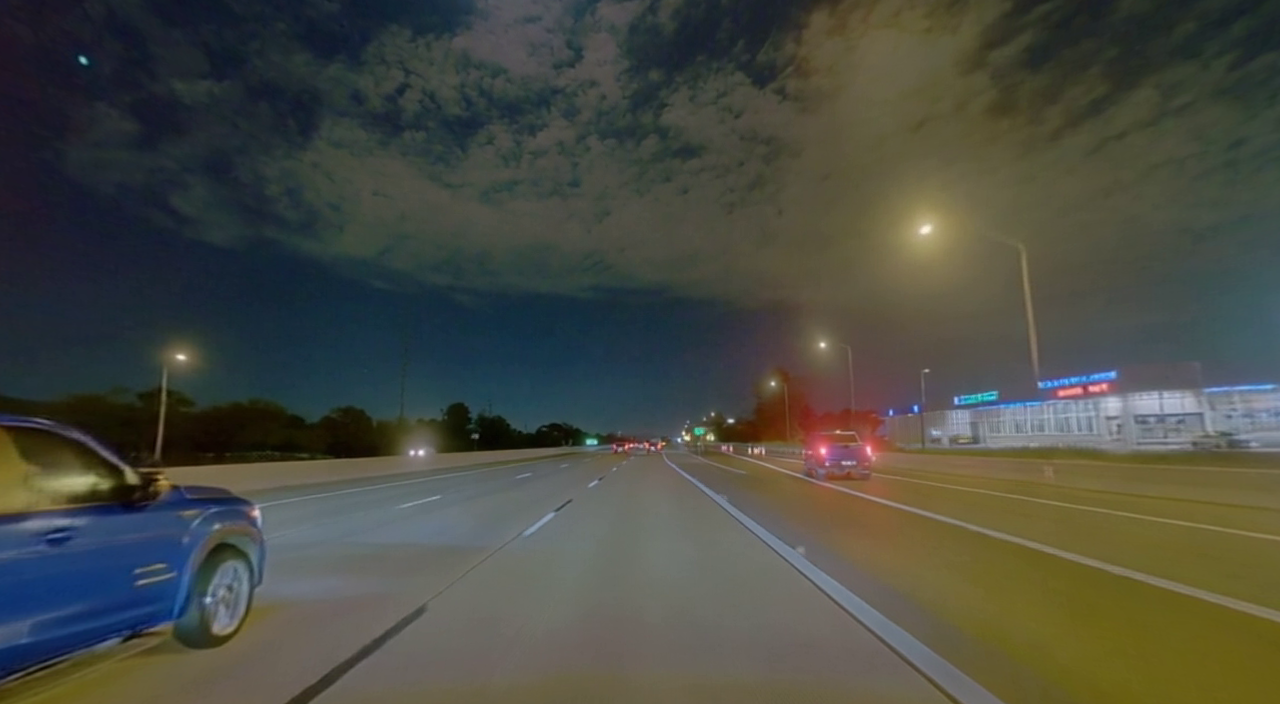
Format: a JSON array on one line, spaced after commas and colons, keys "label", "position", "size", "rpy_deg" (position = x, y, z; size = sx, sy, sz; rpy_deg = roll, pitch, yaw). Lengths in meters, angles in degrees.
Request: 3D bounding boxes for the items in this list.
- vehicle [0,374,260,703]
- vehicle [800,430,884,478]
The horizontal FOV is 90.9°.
[{"label": "vehicle", "position": [-3.603, 0.828, 2.004], "size": [2.001, 1.619, 4.445], "rpy_deg": [0, -8, 0]}, {"label": "vehicle", "position": [8.495, 4.355, 27.104], "size": [2.186, 1.840, 5.289], "rpy_deg": [-1, -8, 4]}]
